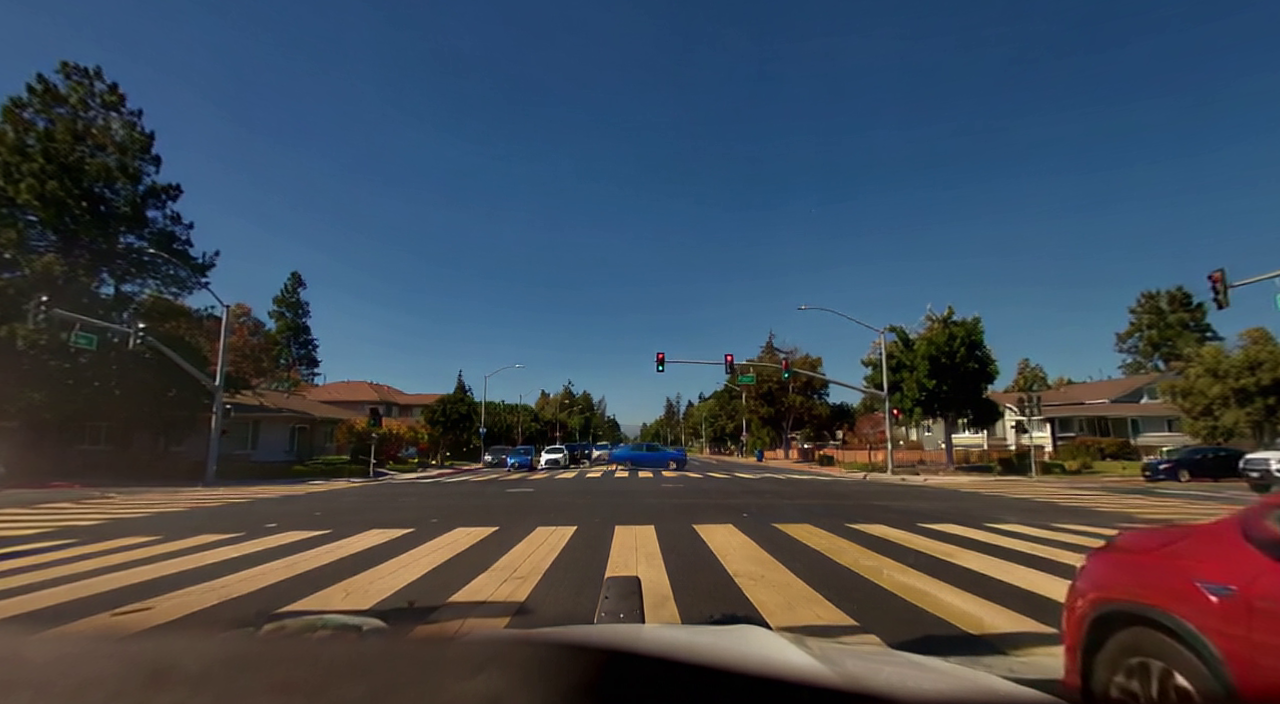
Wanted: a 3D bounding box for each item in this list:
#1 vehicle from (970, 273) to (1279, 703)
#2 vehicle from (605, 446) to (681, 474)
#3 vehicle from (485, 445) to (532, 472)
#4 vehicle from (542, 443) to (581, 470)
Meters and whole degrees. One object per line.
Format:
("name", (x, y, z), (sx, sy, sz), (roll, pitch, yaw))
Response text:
("vehicle", (2.715, 0.554, 0.661), (2.085, 1.800, 4.908), (0, -9, 0))
("vehicle", (0.129, 6.109, 36.034), (2.046, 1.491, 4.118), (8, -12, -42))
("vehicle", (-8.732, 7.105, 42.500), (2.028, 1.654, 5.027), (0, -9, 0))
("vehicle", (-5.326, 7.130, 43.226), (2.091, 1.707, 4.157), (0, -9, 1))
